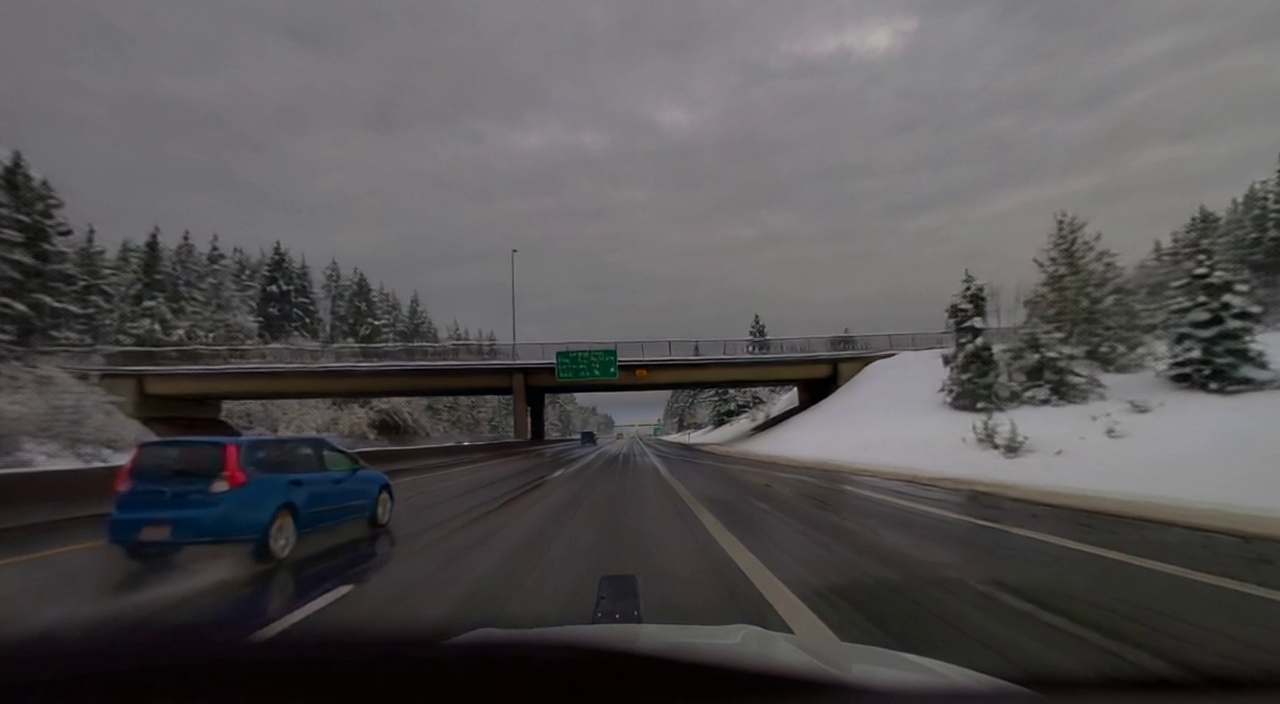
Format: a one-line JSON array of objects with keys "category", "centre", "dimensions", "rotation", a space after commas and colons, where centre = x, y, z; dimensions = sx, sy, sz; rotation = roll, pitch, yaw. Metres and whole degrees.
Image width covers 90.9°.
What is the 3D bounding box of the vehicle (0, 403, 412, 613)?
[{"category": "vehicle", "centre": [-4.534, 1.526, 7.299], "dimensions": [2.086, 1.624, 4.607], "rotation": [0, -8, 0]}]
